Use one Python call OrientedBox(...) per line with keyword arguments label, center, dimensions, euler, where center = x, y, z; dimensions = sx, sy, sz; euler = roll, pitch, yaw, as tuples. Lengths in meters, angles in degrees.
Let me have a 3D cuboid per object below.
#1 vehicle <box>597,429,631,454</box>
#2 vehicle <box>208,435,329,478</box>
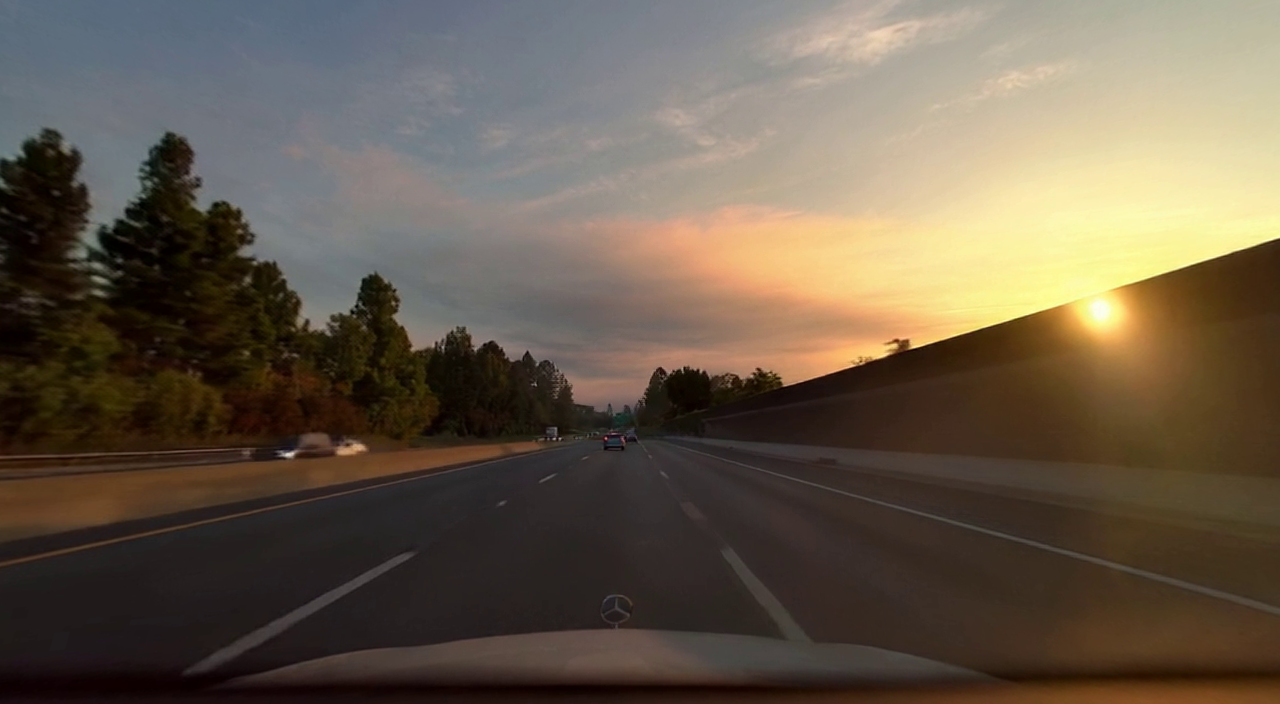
OrientedBox(label="vehicle", center=(-1.877, 6.608, 46.507), dimensions=(2.306, 1.730, 4.606), euler=(0, -8, 0))
OrientedBox(label="vehicle", center=(-14.022, 3.923, 24.167), dimensions=(1.897, 1.491, 4.558), euler=(0, -7, -1))
